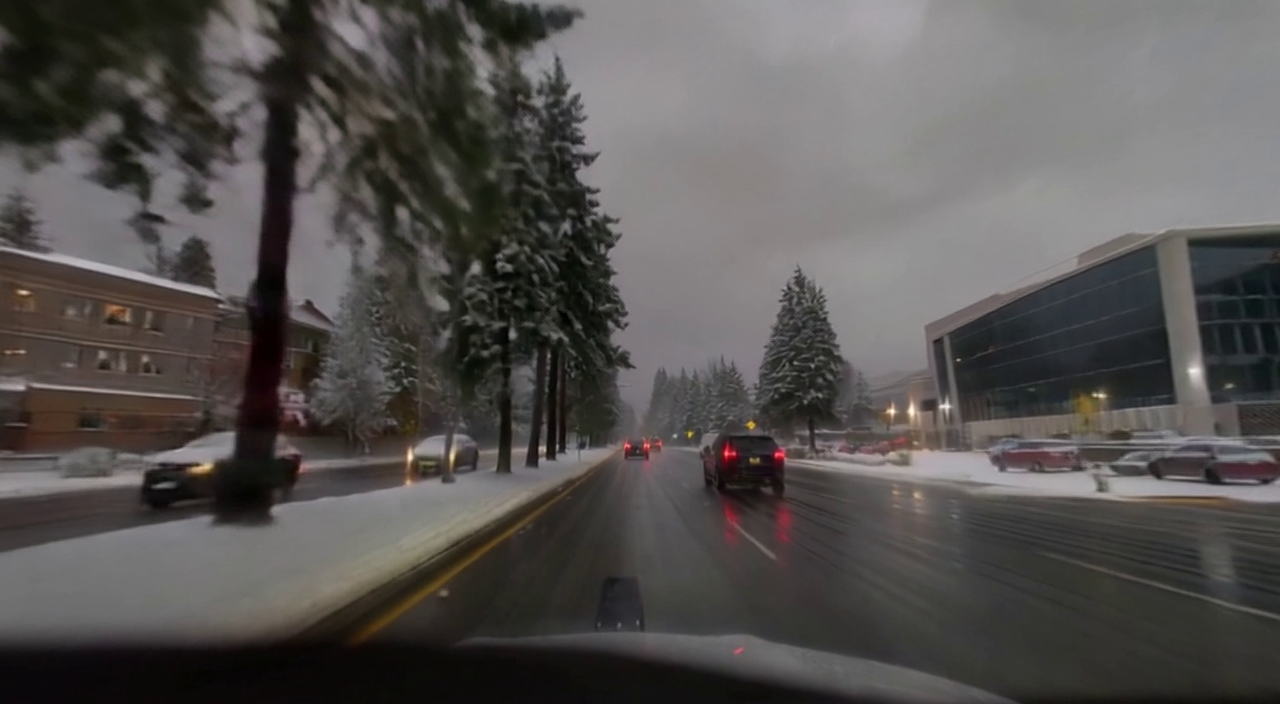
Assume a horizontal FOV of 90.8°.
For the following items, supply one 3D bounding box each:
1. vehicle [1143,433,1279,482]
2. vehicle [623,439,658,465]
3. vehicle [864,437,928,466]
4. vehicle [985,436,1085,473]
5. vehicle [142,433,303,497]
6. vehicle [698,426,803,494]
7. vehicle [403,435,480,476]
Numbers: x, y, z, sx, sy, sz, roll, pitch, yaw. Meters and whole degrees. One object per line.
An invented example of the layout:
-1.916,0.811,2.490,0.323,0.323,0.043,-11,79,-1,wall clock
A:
20.631,3.670,22.097,4.475,1.592,1.841,0,-9,-1,vehicle
0.000,6.358,40.431,2.145,1.572,4.021,0,-9,-1,vehicle
15.880,6.195,39.482,1.812,1.687,4.579,1,-9,-4,vehicle
19.248,4.990,31.034,1.936,1.659,4.365,0,-9,-3,vehicle
-12.658,3.434,19.600,1.937,1.737,4.398,0,-9,0,vehicle
3.173,3.248,19.341,2.235,1.806,4.818,0,-9,-2,vehicle
-9.193,4.823,29.697,2.093,1.728,4.735,0,-9,0,vehicle
